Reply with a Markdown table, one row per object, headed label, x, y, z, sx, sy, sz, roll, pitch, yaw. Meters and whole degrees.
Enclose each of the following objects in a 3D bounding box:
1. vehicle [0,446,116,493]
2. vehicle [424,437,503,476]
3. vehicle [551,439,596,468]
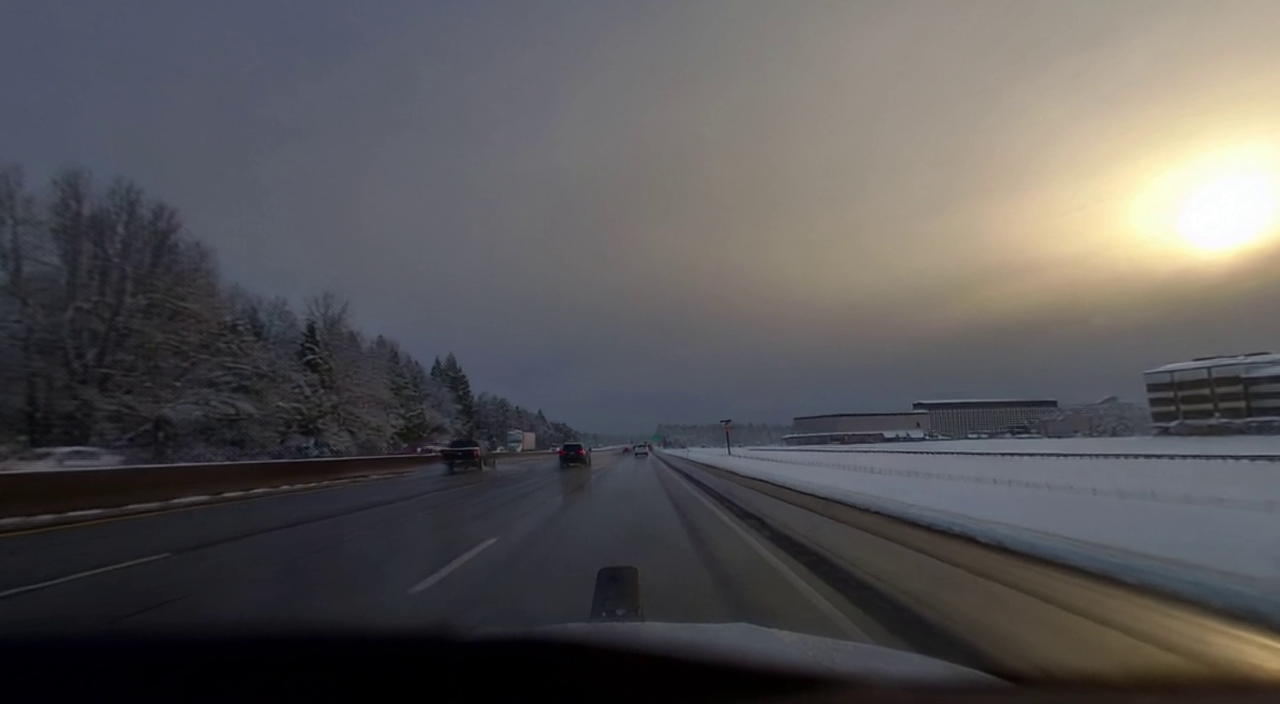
| label | x | y | z | sx | sy | sz | roll | pitch | yaw |
| --- | --- | --- | --- | --- | --- | --- | --- | --- | --- |
| vehicle | -22.404 | 4.275 | 23.291 | 1.966 | 1.559 | 4.660 | 0 | -8 | 1 |
| vehicle | -7.529 | 4.522 | 27.378 | 2.034 | 1.523 | 4.627 | 0 | -8 | 1 |
| vehicle | -3.901 | 6.104 | 37.959 | 2.083 | 1.588 | 4.801 | 0 | -8 | 1 |
